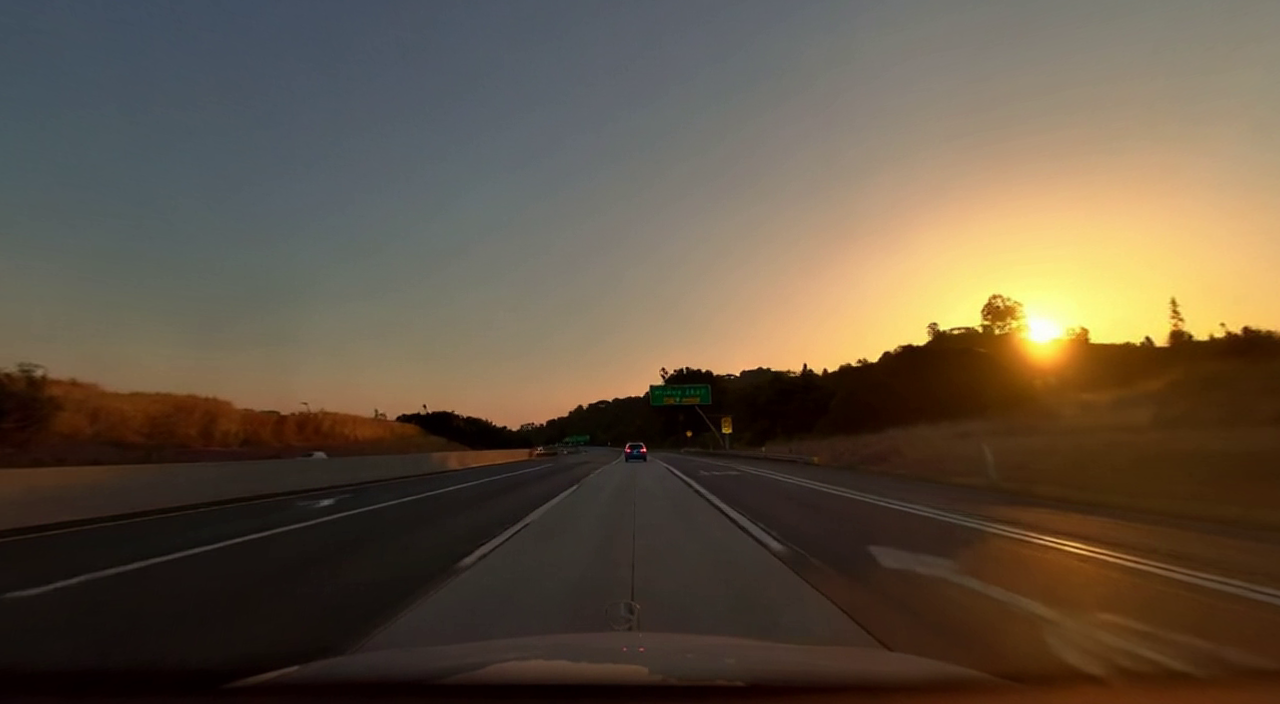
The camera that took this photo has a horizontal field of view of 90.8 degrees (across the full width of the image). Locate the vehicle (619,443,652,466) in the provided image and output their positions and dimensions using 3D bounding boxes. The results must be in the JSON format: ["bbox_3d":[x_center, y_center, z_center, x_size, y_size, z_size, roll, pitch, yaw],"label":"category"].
[{"bbox_3d":[-0.331,6.886,42.621,2.080,1.468,3.884,0,-8,-1],"label":"vehicle"}]
